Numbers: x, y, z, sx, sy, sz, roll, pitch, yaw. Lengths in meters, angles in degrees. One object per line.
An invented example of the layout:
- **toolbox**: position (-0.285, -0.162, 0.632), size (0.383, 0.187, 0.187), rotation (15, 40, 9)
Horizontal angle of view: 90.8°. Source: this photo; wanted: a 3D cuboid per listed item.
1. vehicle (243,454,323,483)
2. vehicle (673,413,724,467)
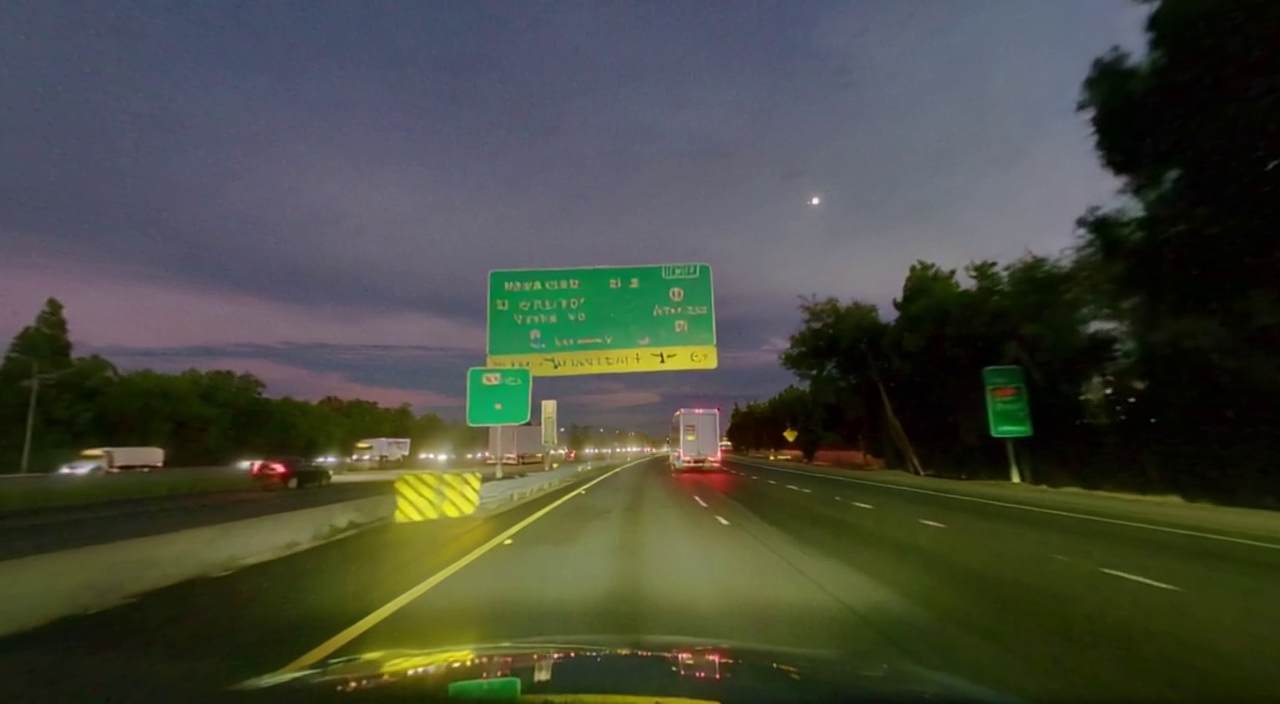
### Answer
- **vehicle**: position (-19.834, 6.482, 35.285), size (1.833, 1.438, 4.011), rotation (-1, -9, 5)
- **vehicle**: position (4.291, 7.009, 49.429), size (2.928, 3.595, 13.975), rotation (0, -9, 1)
